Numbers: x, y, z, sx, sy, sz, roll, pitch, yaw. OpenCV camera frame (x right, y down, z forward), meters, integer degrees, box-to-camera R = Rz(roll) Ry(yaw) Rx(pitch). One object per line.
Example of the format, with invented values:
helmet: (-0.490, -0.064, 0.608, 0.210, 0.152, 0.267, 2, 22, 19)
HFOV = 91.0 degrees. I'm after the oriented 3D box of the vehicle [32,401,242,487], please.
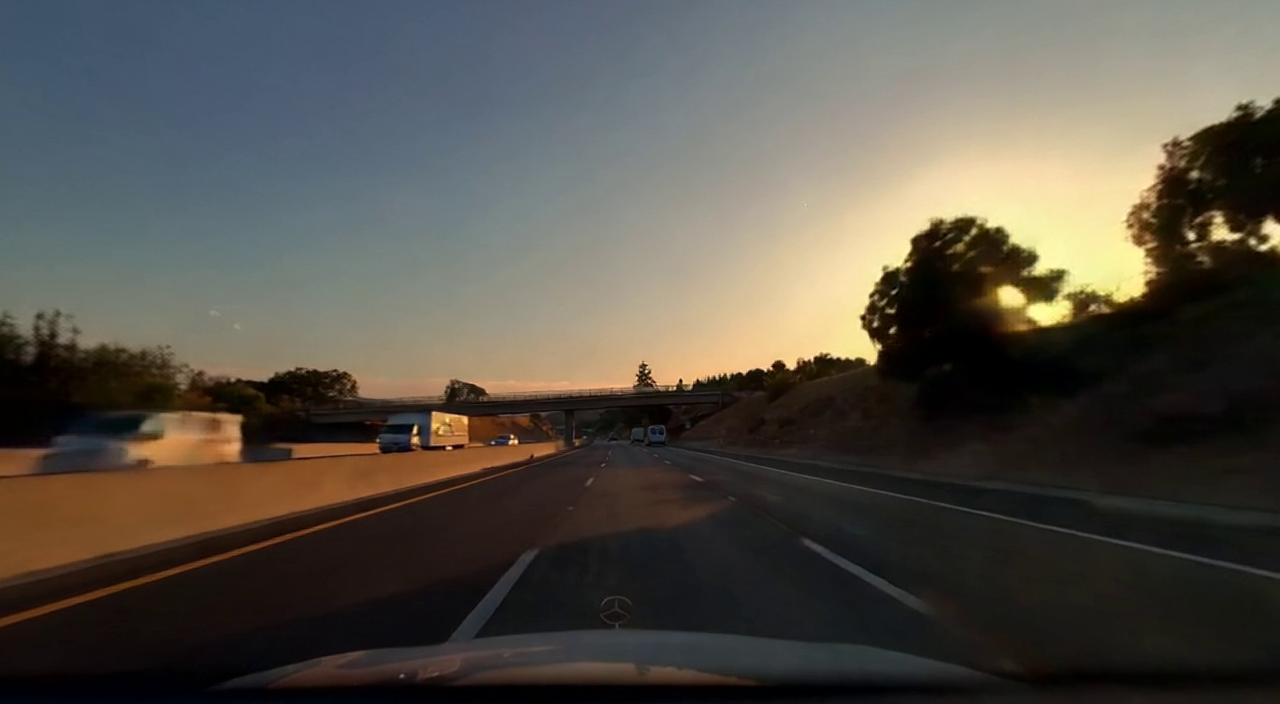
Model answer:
vehicle: (-17.250, 3.224, 22.218, 2.416, 2.561, 5.947, -1, -8, 0)
